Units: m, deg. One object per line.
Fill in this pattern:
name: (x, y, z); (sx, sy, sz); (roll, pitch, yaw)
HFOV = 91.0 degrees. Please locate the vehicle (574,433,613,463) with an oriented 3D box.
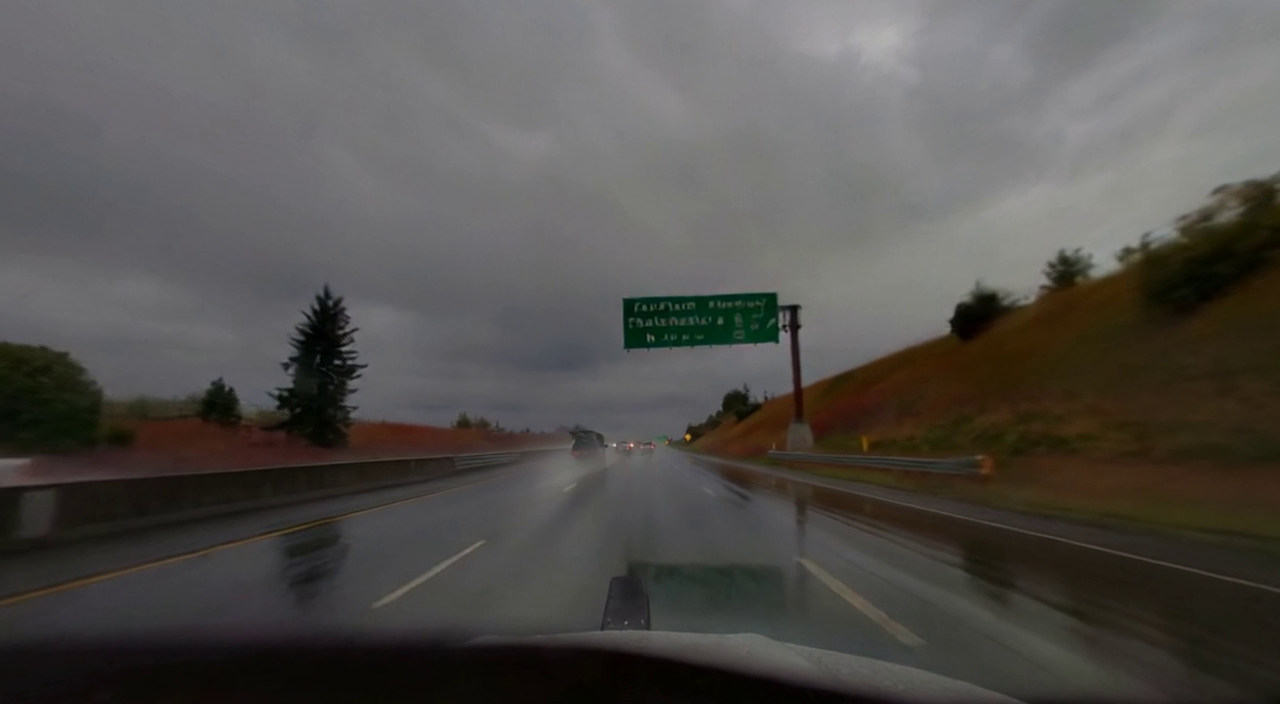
vehicle: (-3.241, 6.825, 44.716); (2.286, 2.011, 4.452); (0, -8, 2)
